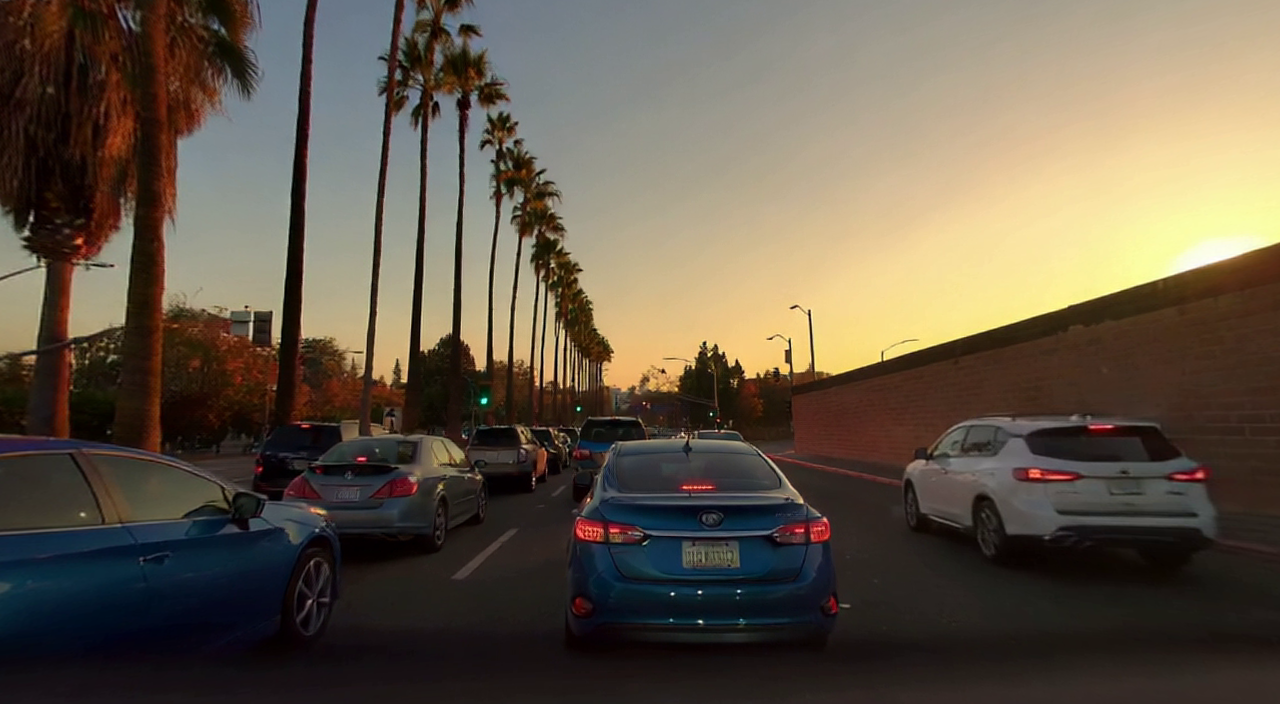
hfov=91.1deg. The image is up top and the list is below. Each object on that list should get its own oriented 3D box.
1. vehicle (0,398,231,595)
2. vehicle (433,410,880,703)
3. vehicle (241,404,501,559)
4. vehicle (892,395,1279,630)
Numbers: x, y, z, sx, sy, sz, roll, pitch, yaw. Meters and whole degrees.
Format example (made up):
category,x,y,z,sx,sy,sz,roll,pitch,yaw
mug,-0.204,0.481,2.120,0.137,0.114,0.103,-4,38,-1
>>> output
category,x,y,z,sx,sy,sz,roll,pitch,yaw
vehicle,-6.674,1.403,6.384,1.963,1.721,4.662,0,-8,-2
vehicle,0.045,1.338,5.195,2.128,1.473,4.272,0,-8,-1
vehicle,-3.518,1.778,9.271,2.055,1.746,4.136,0,-8,-1
vehicle,4.427,1.524,6.988,2.112,1.717,4.432,-2,-9,10
